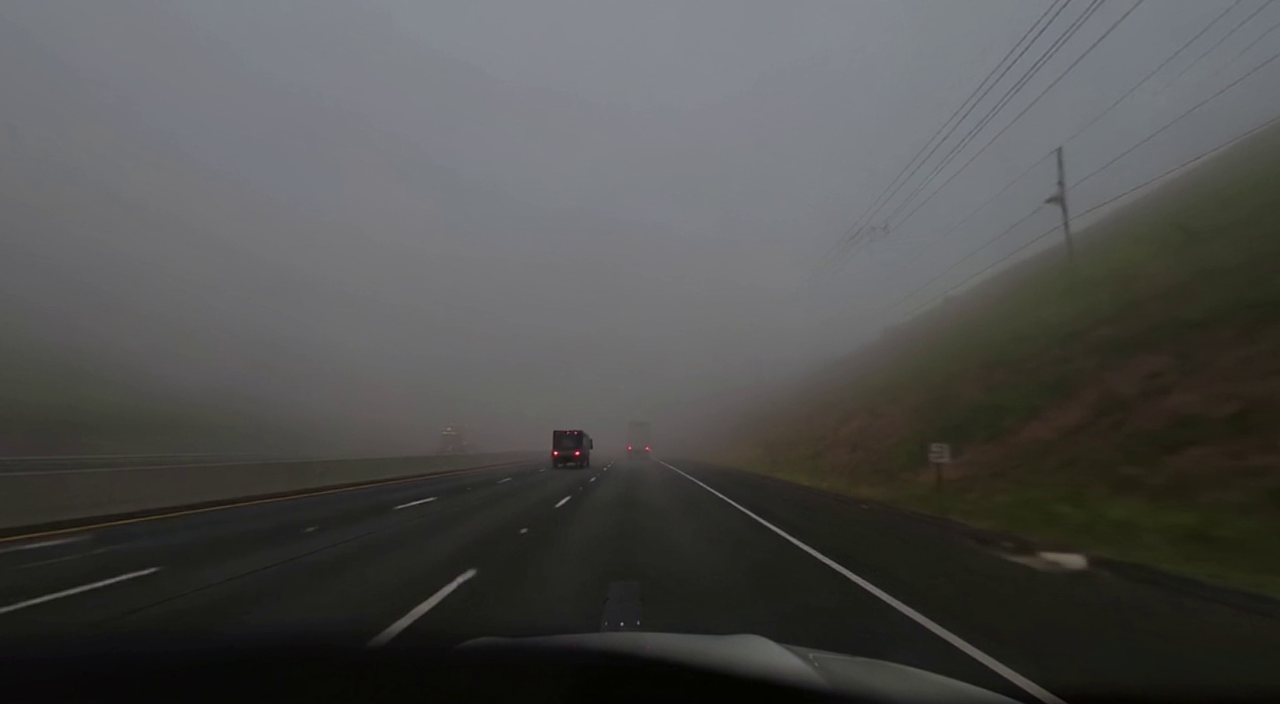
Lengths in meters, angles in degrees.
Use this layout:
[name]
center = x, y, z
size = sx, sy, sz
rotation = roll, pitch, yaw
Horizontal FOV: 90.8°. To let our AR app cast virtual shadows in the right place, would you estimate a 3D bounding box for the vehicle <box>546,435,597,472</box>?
[vehicle]
center = -3.748, 5.684, 35.437
size = 2.207, 1.949, 4.911
rotation = 0, -9, 1
